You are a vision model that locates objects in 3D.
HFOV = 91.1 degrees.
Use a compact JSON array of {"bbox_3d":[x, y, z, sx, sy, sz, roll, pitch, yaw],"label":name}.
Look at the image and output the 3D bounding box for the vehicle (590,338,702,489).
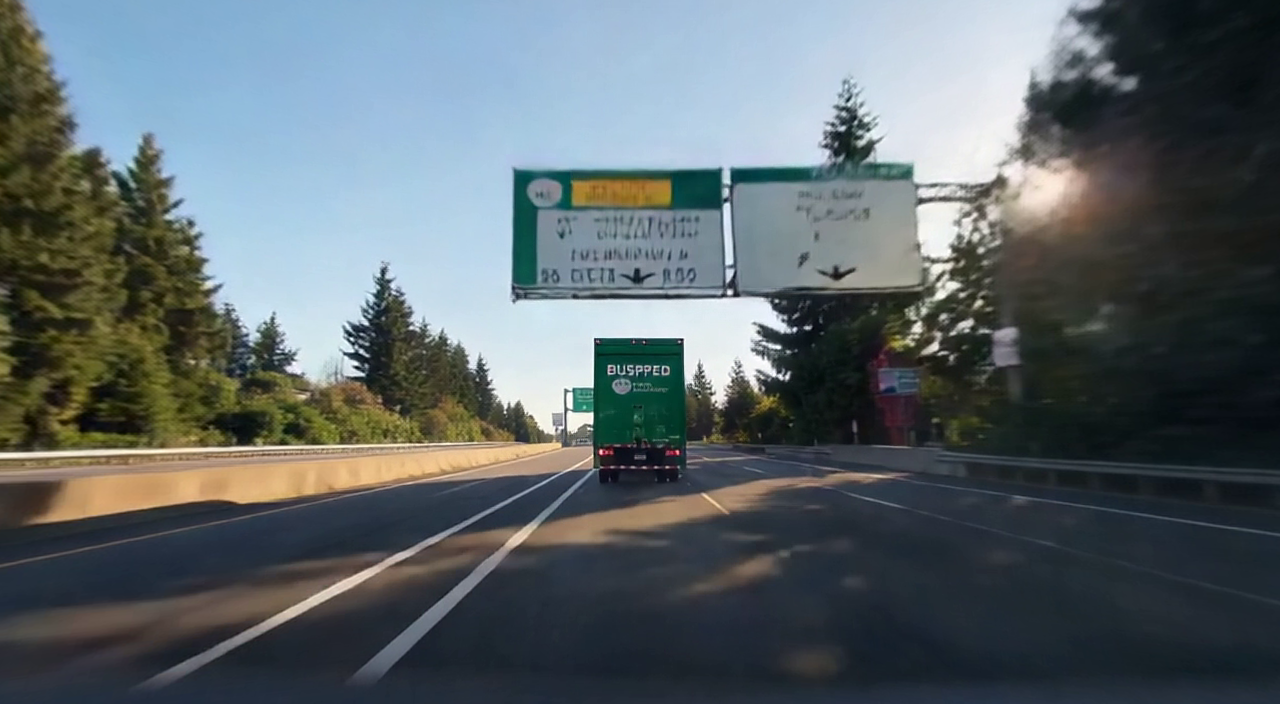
[{"bbox_3d":[0.057,2.158,20.668,2.870,3.911,8.697,0,-8,-1],"label":"vehicle"}]
